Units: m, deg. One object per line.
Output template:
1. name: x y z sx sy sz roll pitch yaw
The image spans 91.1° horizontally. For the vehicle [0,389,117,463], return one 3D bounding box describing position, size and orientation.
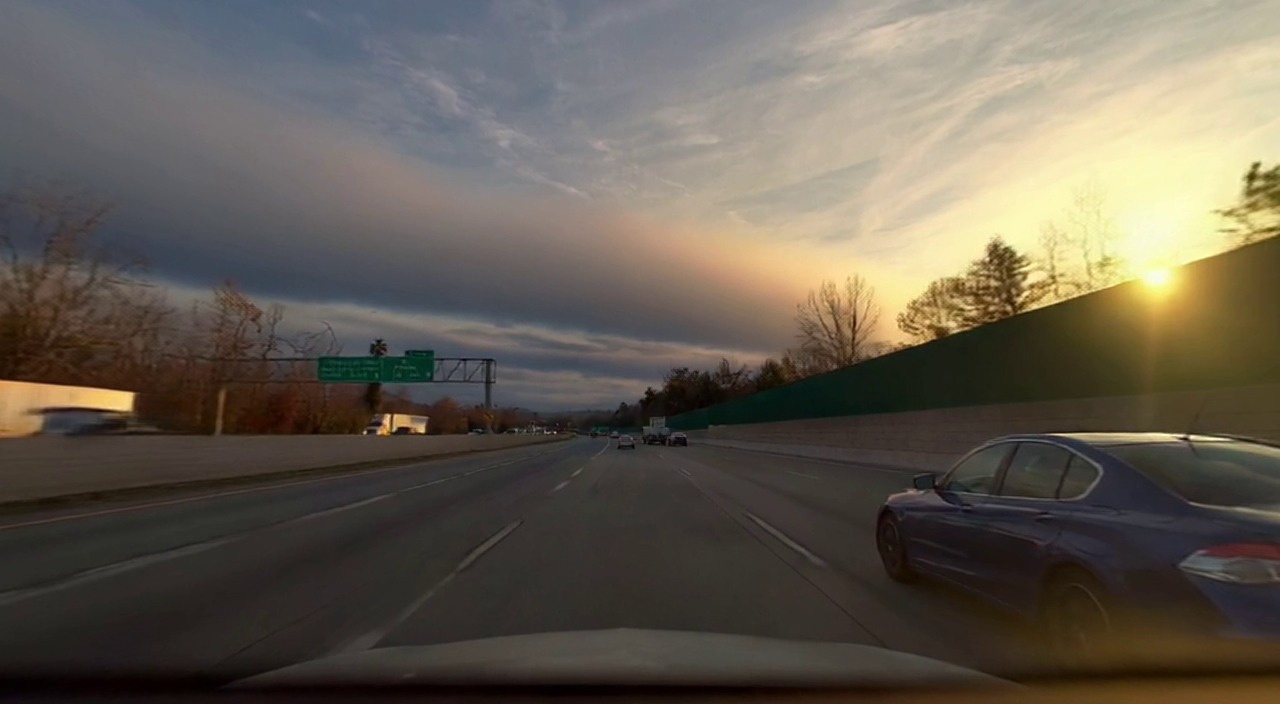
1. vehicle: -22.514 2.710 22.648 2.238 2.462 5.879 0 -8 -1
